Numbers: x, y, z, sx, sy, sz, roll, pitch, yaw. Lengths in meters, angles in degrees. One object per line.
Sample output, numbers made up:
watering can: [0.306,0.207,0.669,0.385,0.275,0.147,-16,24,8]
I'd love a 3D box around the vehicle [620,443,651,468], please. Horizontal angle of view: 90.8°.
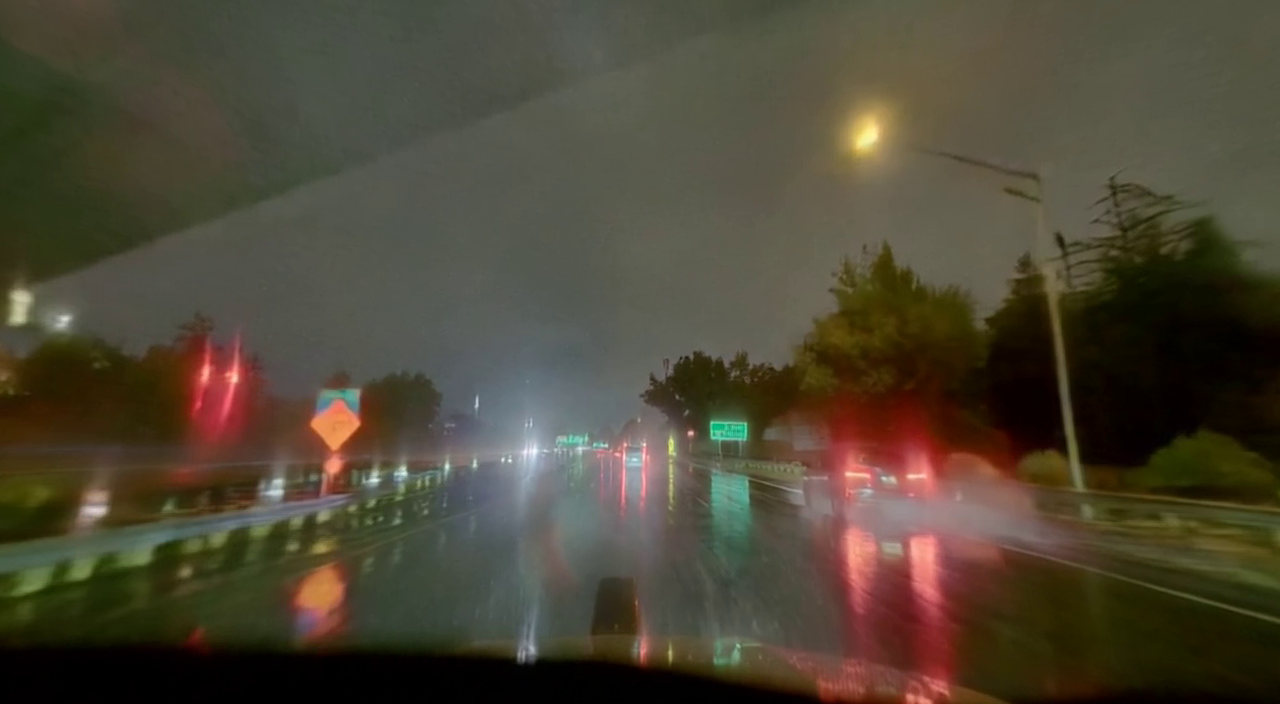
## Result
vehicle: [-0.323,7.264,44.440,2.109,1.638,3.856,0,-9,-1]

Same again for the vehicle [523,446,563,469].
vehicle: [-6.506,7.120,42.834,1.997,1.507,4.248,0,-9,0]
